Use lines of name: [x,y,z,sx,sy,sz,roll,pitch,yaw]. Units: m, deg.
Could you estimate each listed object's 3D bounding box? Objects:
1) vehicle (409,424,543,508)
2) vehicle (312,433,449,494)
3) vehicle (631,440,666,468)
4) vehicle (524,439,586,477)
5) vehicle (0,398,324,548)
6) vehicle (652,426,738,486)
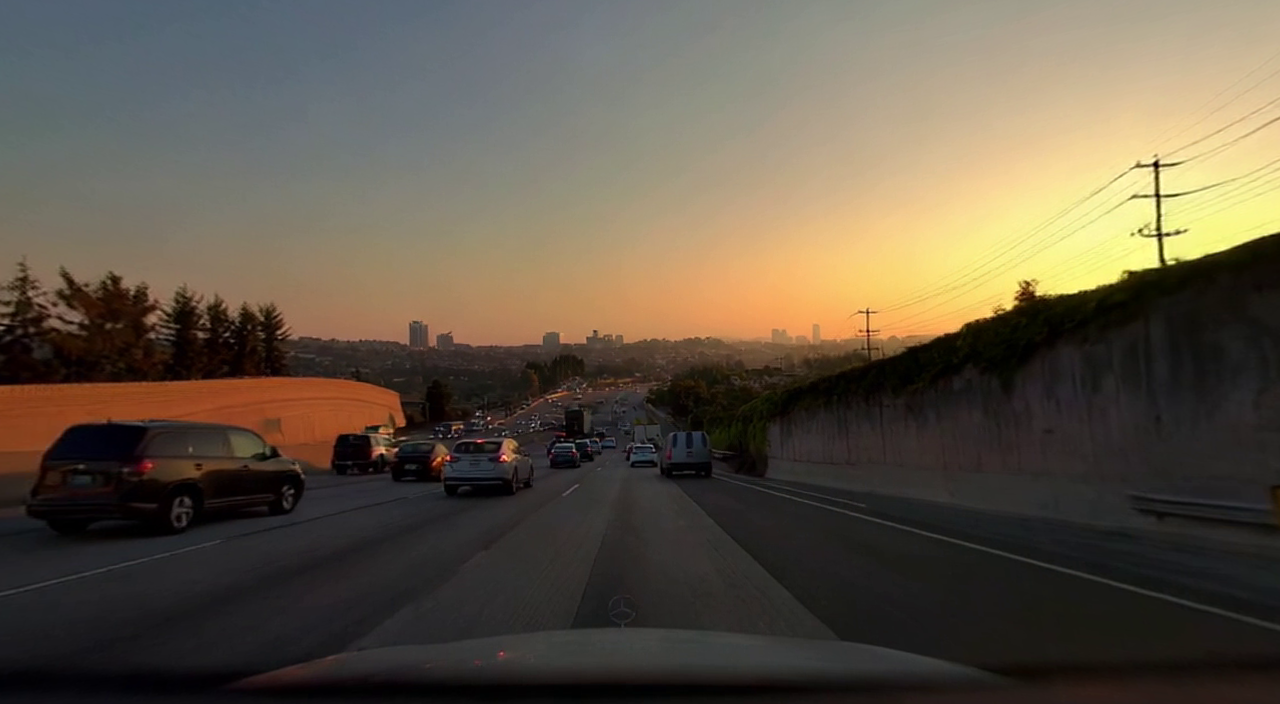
vehicle: [-3.740,2.695,15.351,2.026,1.719,4.490,0,-8,0]
vehicle: [-7.314,3.170,18.413,1.985,1.529,4.710,0,-8,0]
vehicle: [0.483,6.345,39.483,2.092,1.671,3.889,0,-8,-1]
vehicle: [-3.666,4.644,28.037,2.049,1.530,4.707,0,-8,1]
vehicle: [-7.401,1.819,10.096,2.222,1.825,4.640,0,-8,0]
vehicle: [2.037,4.179,25.716,2.793,2.132,5.682,0,-8,-2]
